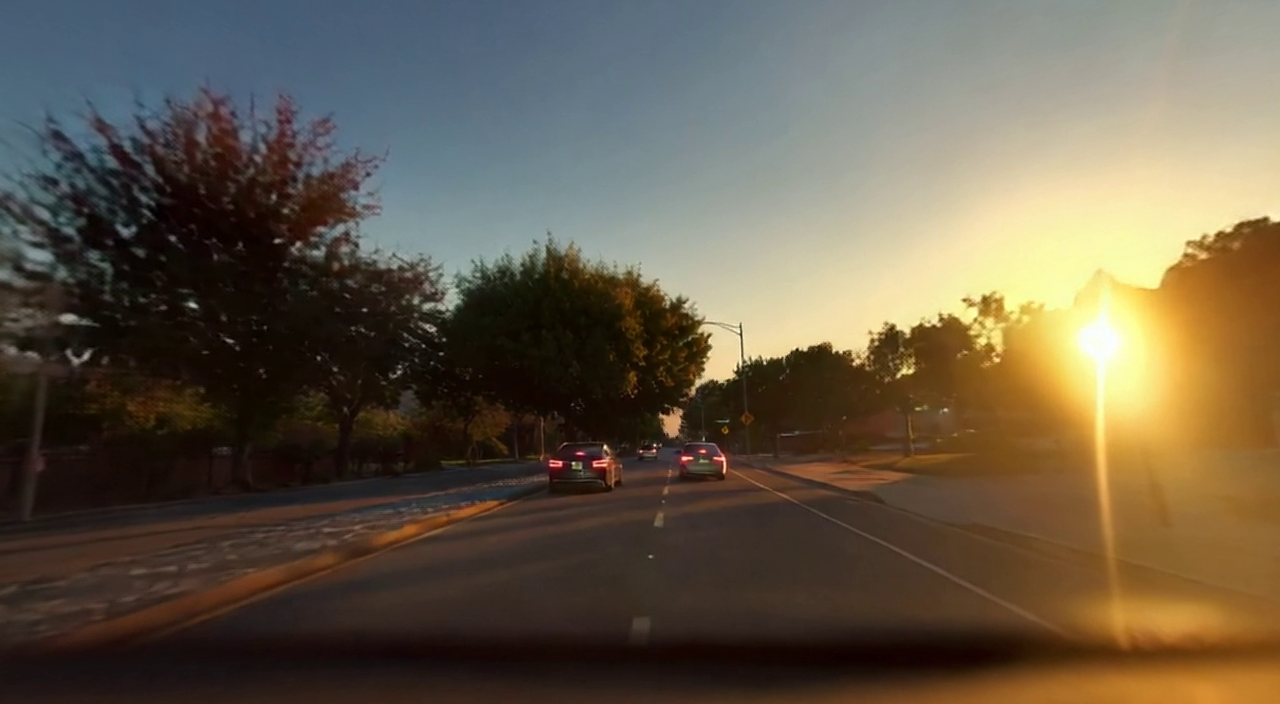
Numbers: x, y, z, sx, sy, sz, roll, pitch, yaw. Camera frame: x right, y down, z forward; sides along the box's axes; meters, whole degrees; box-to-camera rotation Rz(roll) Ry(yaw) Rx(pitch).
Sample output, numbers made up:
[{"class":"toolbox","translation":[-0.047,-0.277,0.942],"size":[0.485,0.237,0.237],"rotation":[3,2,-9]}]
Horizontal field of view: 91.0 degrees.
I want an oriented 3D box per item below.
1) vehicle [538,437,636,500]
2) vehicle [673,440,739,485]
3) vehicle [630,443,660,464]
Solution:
[{"class":"vehicle","translation":[-1.283,3.111,17.281],"size":[2.030,1.467,4.403],"rotation":[-1,-8,4]},{"class":"vehicle","translation":[2.238,3.869,22.401],"size":[2.065,1.456,4.099],"rotation":[0,-8,2]},{"class":"vehicle","translation":[0.428,7.642,47.611],"size":[2.114,1.500,3.912],"rotation":[0,-8,3]}]
